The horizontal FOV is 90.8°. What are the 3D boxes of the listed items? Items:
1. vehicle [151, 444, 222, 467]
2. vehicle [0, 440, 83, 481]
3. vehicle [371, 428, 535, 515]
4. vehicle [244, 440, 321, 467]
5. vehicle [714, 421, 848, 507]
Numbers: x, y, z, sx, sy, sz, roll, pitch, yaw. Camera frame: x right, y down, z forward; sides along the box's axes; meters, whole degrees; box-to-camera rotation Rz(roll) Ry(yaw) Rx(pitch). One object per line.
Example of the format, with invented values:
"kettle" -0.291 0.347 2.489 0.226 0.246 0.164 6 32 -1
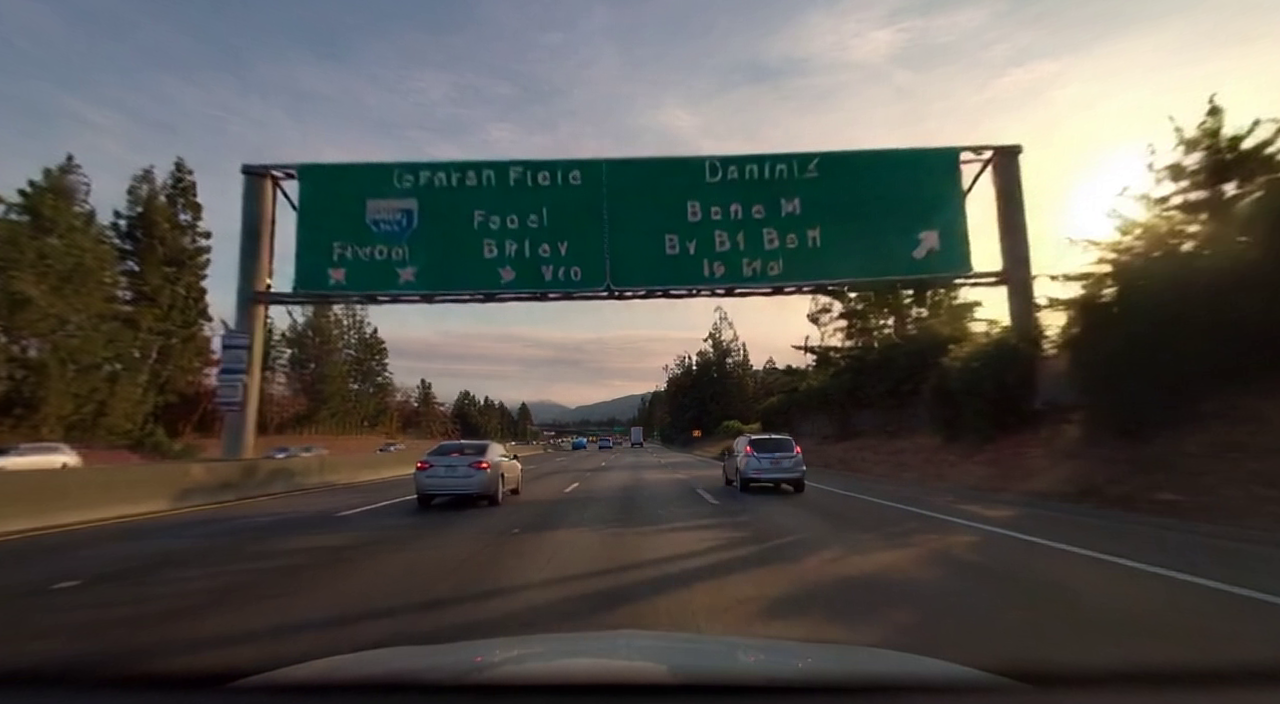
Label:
"vehicle" -33.161 7.556 46.311 1.903 1.566 4.432 0 -9 0
"vehicle" -25.190 4.297 25.104 2.132 1.501 4.345 0 -9 0
"vehicle" -3.849 2.580 14.124 2.118 1.573 4.940 0 -9 0
"vehicle" -21.552 6.162 38.344 1.879 1.502 4.735 0 -9 0
"vehicle" 3.078 2.567 14.790 2.053 1.714 4.097 0 -9 -2
